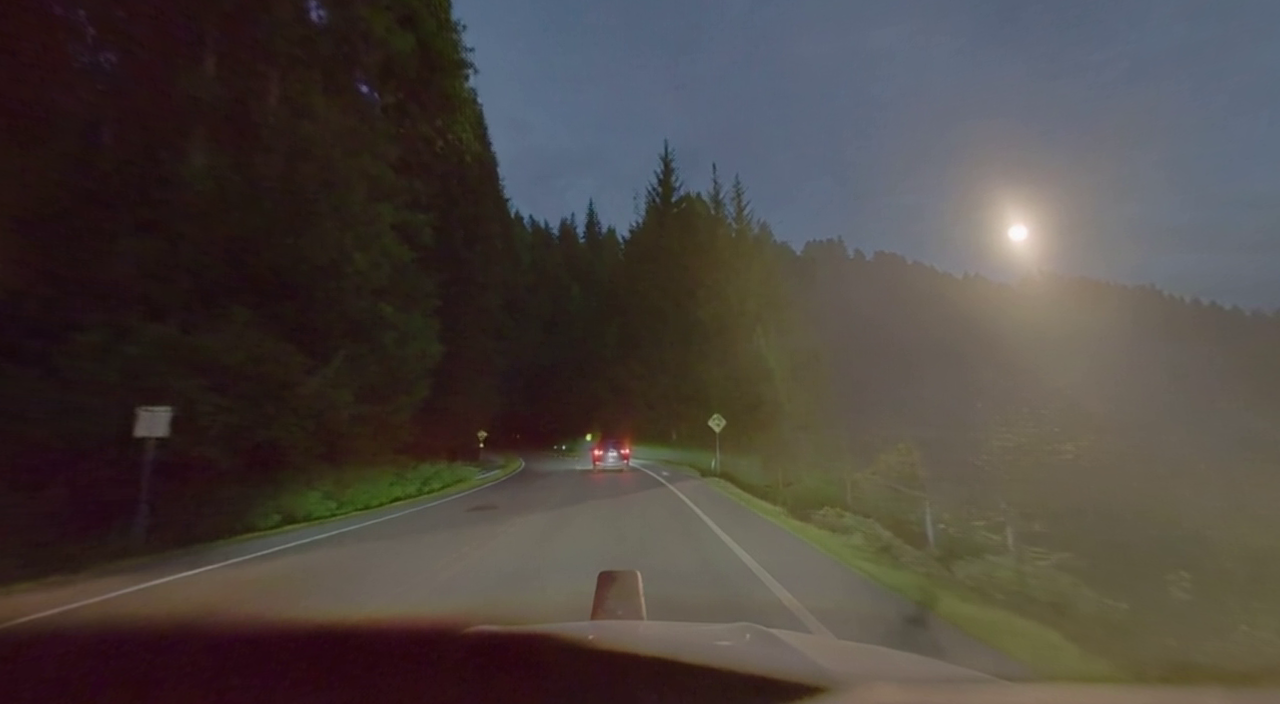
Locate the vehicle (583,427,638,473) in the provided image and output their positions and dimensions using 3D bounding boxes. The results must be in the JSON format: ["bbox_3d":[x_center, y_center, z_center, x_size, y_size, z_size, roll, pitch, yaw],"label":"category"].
[{"bbox_3d":[-1.576,4.827,31.298,2.469,1.953,5.605,-1,-8,-5],"label":"vehicle"}]
